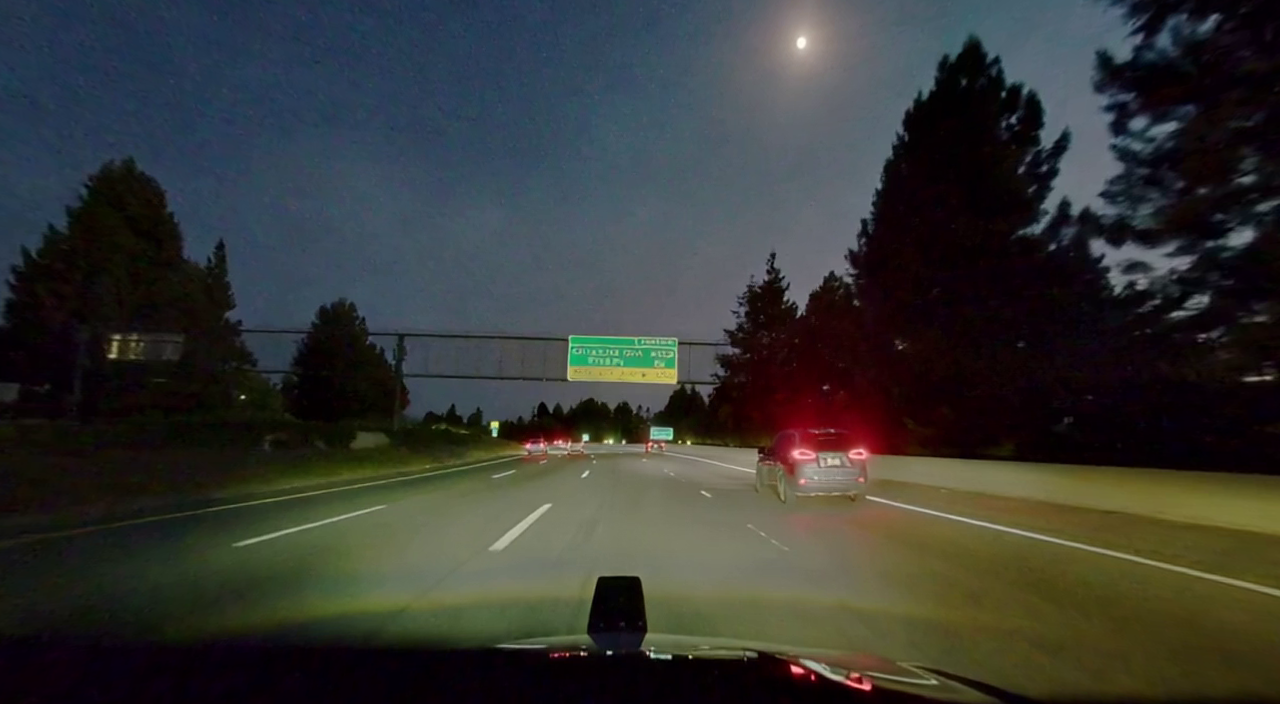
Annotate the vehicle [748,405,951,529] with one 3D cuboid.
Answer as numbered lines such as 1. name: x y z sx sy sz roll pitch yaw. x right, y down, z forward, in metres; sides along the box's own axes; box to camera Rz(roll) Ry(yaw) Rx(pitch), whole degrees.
1. vehicle: 3.443 1.990 11.422 2.043 1.795 4.347 0 -8 -2

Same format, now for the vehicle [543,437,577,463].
1. vehicle: -5.441 6.711 43.341 2.064 1.645 4.286 1 -8 -4
